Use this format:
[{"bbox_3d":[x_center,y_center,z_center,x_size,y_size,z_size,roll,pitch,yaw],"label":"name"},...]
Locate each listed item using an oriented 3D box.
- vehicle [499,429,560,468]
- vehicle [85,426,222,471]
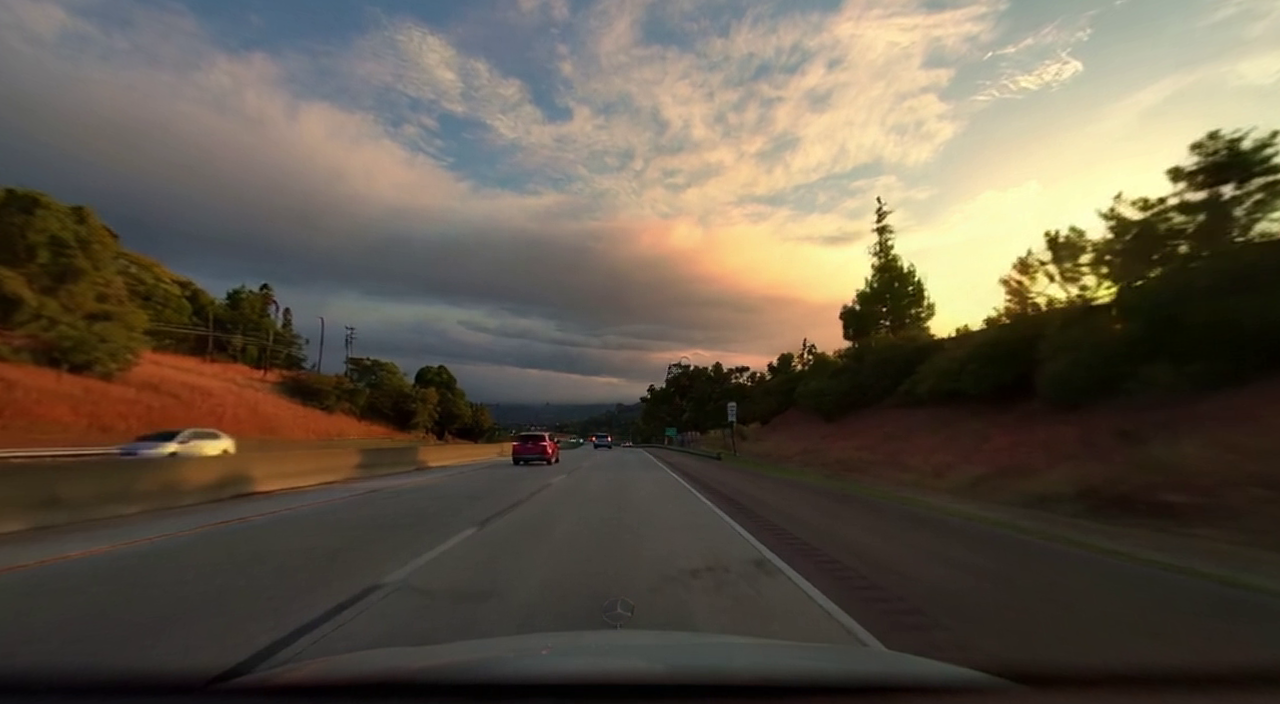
[{"bbox_3d":[-4.980,4.434,29.083,2.070,1.647,4.577,0,-8,-1],"label":"vehicle"},{"bbox_3d":[-17.267,3.427,22.582,1.840,1.483,3.848,0,-8,-1],"label":"vehicle"}]
